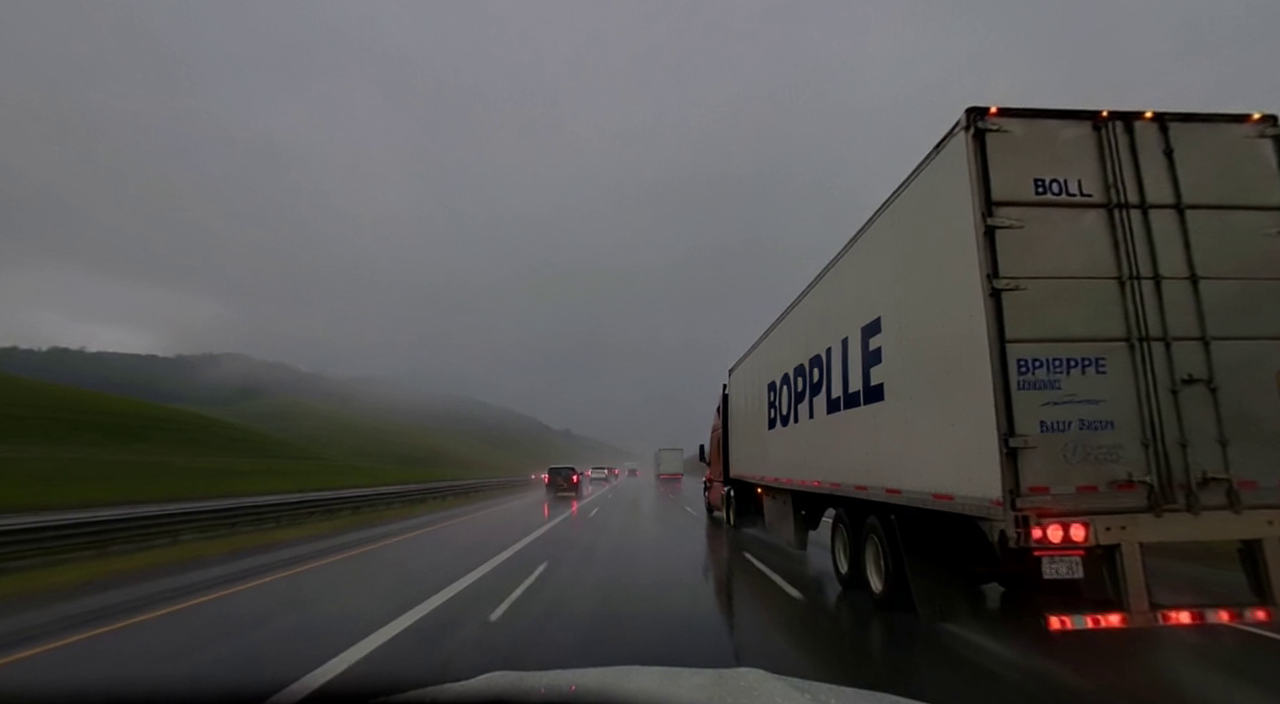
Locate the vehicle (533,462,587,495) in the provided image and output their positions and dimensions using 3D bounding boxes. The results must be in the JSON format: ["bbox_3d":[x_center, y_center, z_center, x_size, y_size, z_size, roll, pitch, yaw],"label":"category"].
[{"bbox_3d":[-4.067,6.566,32.937,2.088,1.566,4.853,1,-11,1],"label":"vehicle"}]

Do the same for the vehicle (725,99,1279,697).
[{"bbox_3d":[3.905,1.423,11.196,2.839,4.062,14.051,1,-10,0],"label":"vehicle"}]
